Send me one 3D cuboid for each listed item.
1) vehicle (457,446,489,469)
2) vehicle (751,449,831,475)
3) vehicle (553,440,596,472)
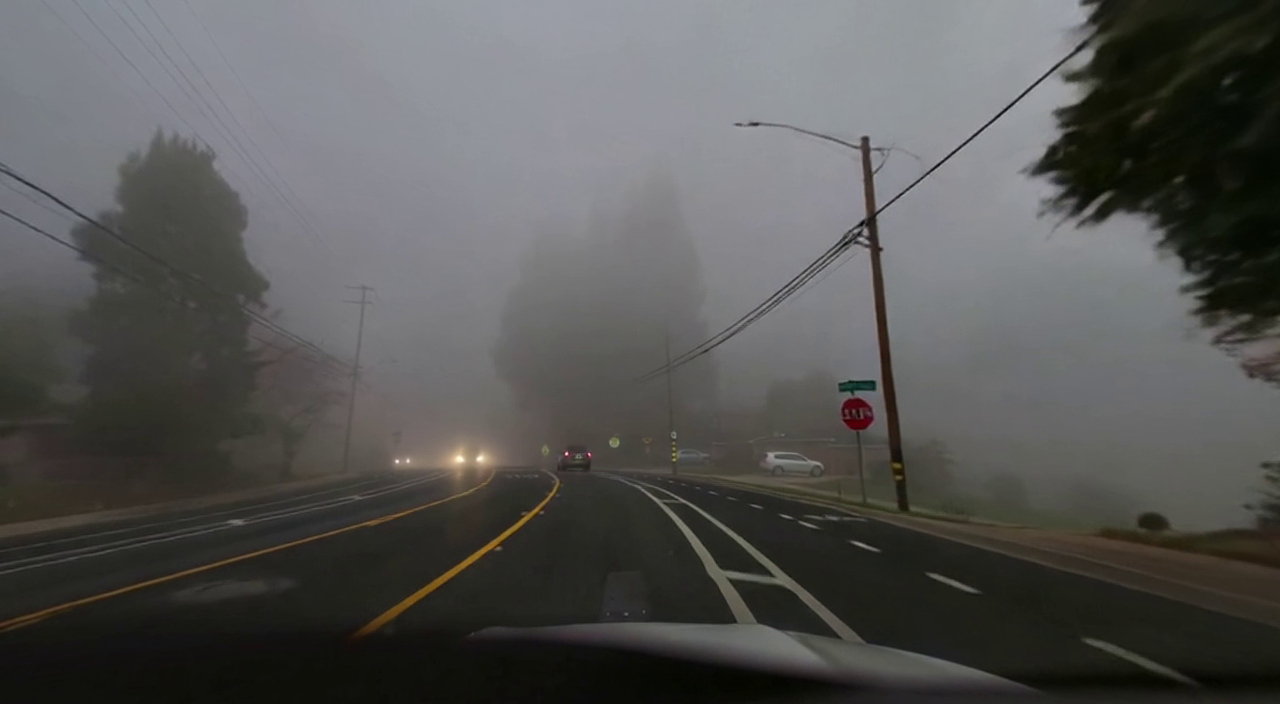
[{"bbox_3d":[-11.691,7.392,44.407,2.003,1.483,4.545,2,-8,-13],"label":"vehicle"},{"bbox_3d":[9.370,6.795,39.220,4.383,1.508,1.884,1,-8,-10],"label":"vehicle"},{"bbox_3d":[-4.334,6.708,41.066,2.284,1.741,4.702,4,-8,-11],"label":"vehicle"}]
